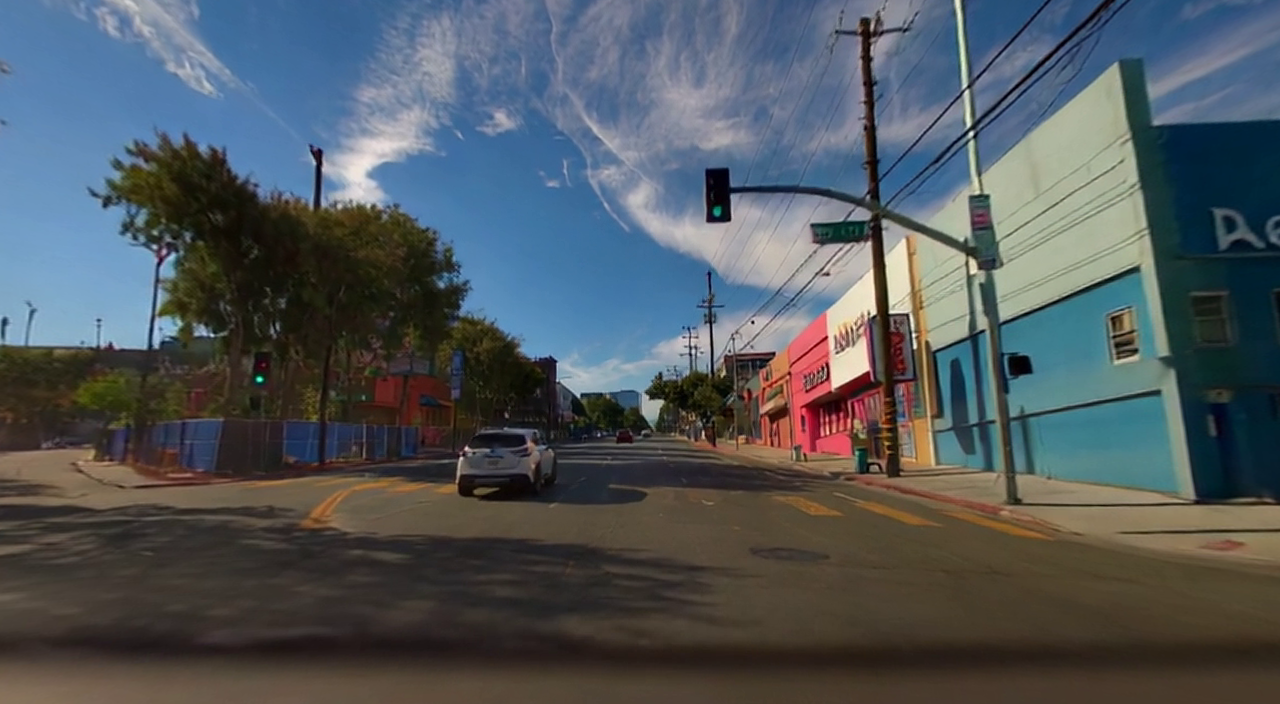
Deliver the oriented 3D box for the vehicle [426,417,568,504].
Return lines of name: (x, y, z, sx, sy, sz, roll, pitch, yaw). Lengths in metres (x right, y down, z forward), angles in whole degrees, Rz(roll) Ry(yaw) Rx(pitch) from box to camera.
vehicle: (-2.928, 2.359, 14.090, 2.036, 1.589, 4.549, -1, -8, 1)
